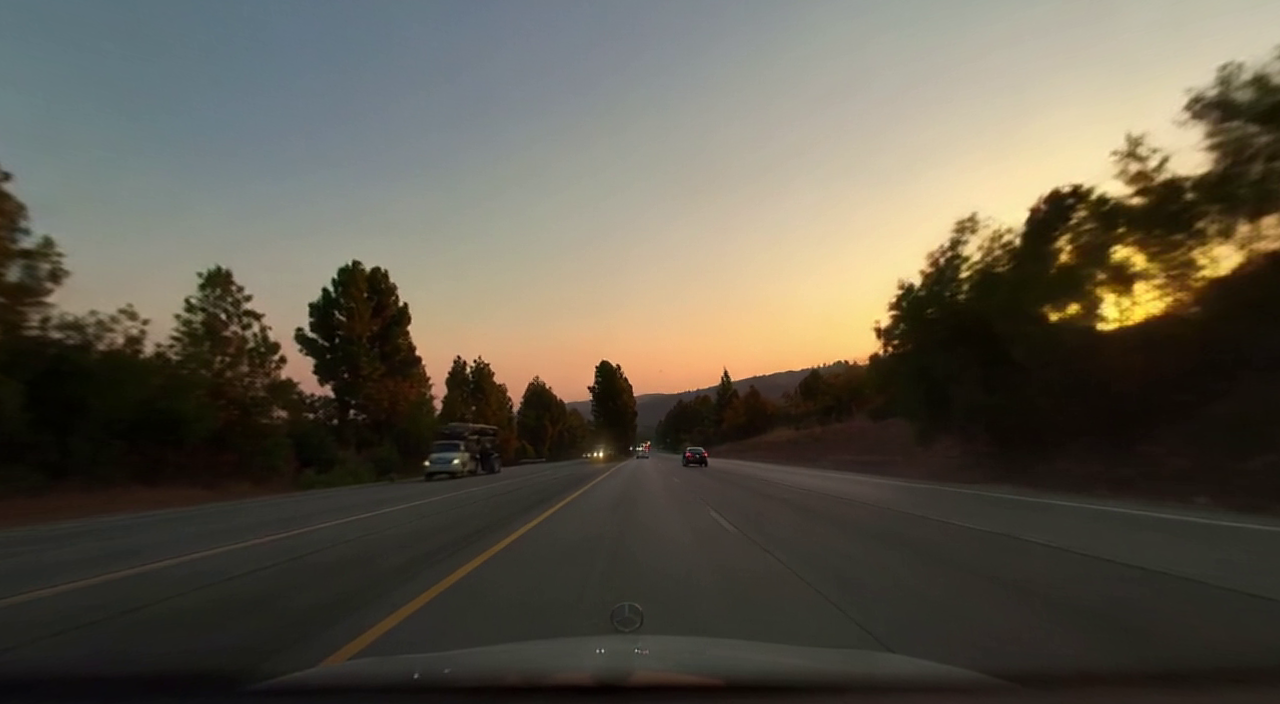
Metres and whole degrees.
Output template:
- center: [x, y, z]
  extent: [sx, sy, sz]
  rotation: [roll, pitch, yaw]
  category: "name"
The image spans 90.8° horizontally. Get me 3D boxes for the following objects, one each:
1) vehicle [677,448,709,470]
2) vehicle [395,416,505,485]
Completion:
- center: [4.024, 8.120, 48.185]
  extent: [2.013, 1.584, 3.995]
  rotation: [0, -9, -1]
  category: "vehicle"
- center: [-12.733, 6.919, 44.267]
  extent: [3.267, 4.040, 13.923]
  rotation: [0, -9, 0]
  category: "vehicle"
